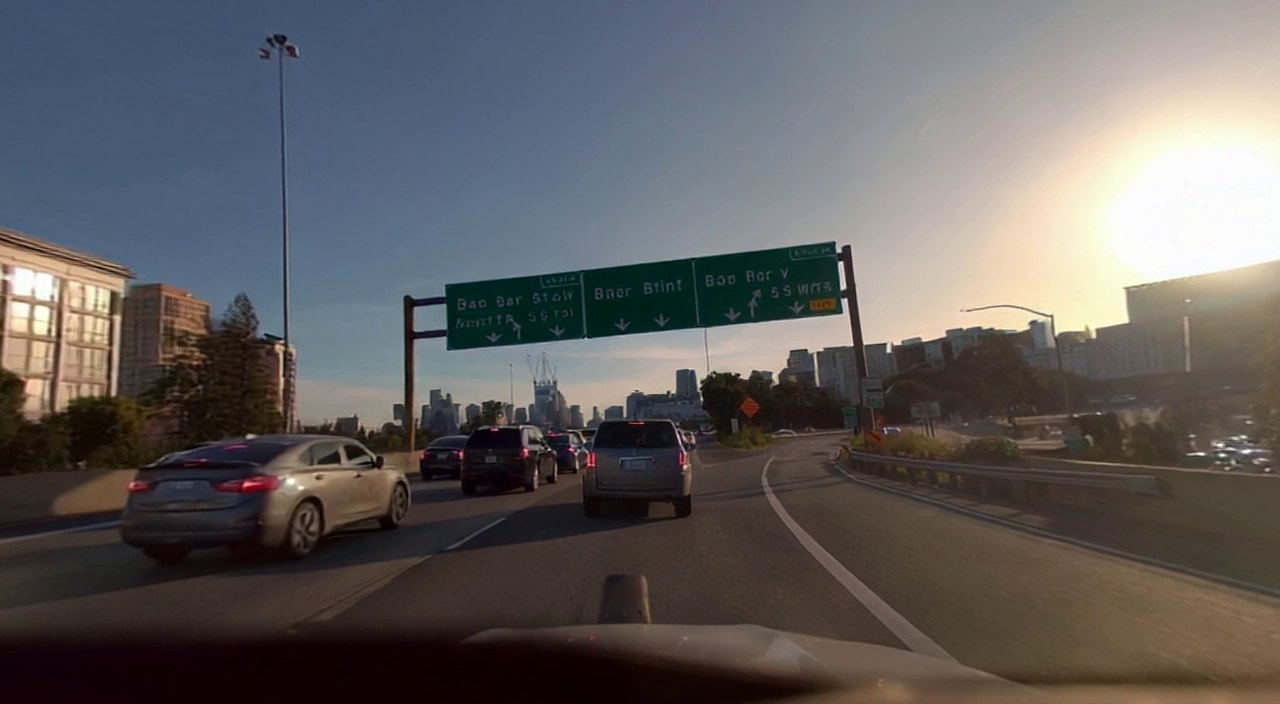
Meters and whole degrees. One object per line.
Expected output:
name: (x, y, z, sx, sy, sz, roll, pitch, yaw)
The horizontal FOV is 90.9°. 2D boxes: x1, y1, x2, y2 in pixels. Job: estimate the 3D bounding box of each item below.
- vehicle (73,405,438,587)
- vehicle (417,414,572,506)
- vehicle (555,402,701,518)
vehicle: (-4.424, 1.711, 8.325, 1.953, 1.729, 4.377, 0, -9, 1)
vehicle: (-3.424, 2.731, 16.383, 2.286, 1.931, 5.729, -1, -9, 4)
vehicle: (-0.153, 2.379, 14.337, 2.616, 2.063, 5.933, 0, -9, 1)
